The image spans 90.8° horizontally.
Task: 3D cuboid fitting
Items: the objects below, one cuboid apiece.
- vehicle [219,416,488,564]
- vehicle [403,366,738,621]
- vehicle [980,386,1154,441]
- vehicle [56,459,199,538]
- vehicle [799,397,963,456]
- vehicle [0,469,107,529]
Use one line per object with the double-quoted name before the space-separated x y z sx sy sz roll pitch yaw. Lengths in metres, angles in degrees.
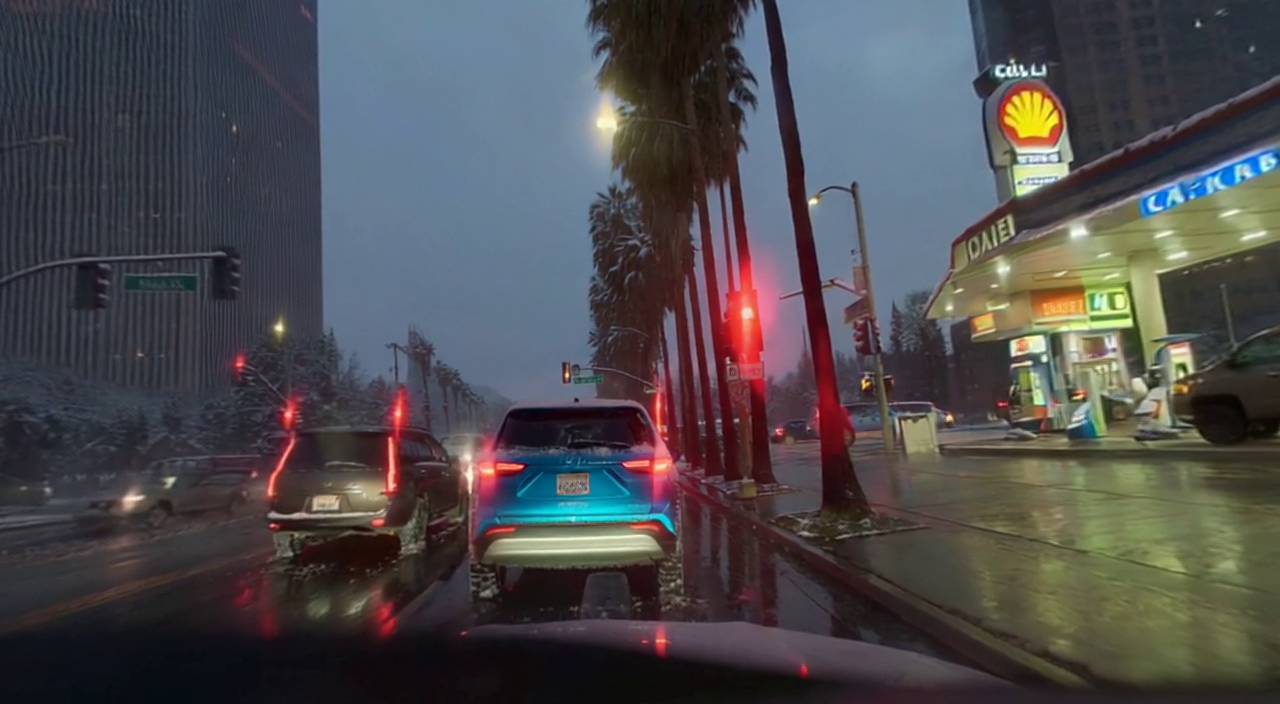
"vehicle" -3.929 1.965 9.914 2.097 1.692 5.030 0 -8 -3
"vehicle" -0.655 1.411 7.295 2.519 1.913 4.819 0 -8 -3
"vehicle" 16.249 2.405 24.278 5.033 1.999 2.259 0 -8 -3
"vehicle" -14.020 3.830 17.188 4.660 1.708 2.331 -8 -12 44
"vehicle" 9.013 2.842 23.966 5.307 2.076 2.122 0 -8 -5
"vehicle" -21.475 4.899 21.240 5.011 1.796 2.176 0 -8 -1
